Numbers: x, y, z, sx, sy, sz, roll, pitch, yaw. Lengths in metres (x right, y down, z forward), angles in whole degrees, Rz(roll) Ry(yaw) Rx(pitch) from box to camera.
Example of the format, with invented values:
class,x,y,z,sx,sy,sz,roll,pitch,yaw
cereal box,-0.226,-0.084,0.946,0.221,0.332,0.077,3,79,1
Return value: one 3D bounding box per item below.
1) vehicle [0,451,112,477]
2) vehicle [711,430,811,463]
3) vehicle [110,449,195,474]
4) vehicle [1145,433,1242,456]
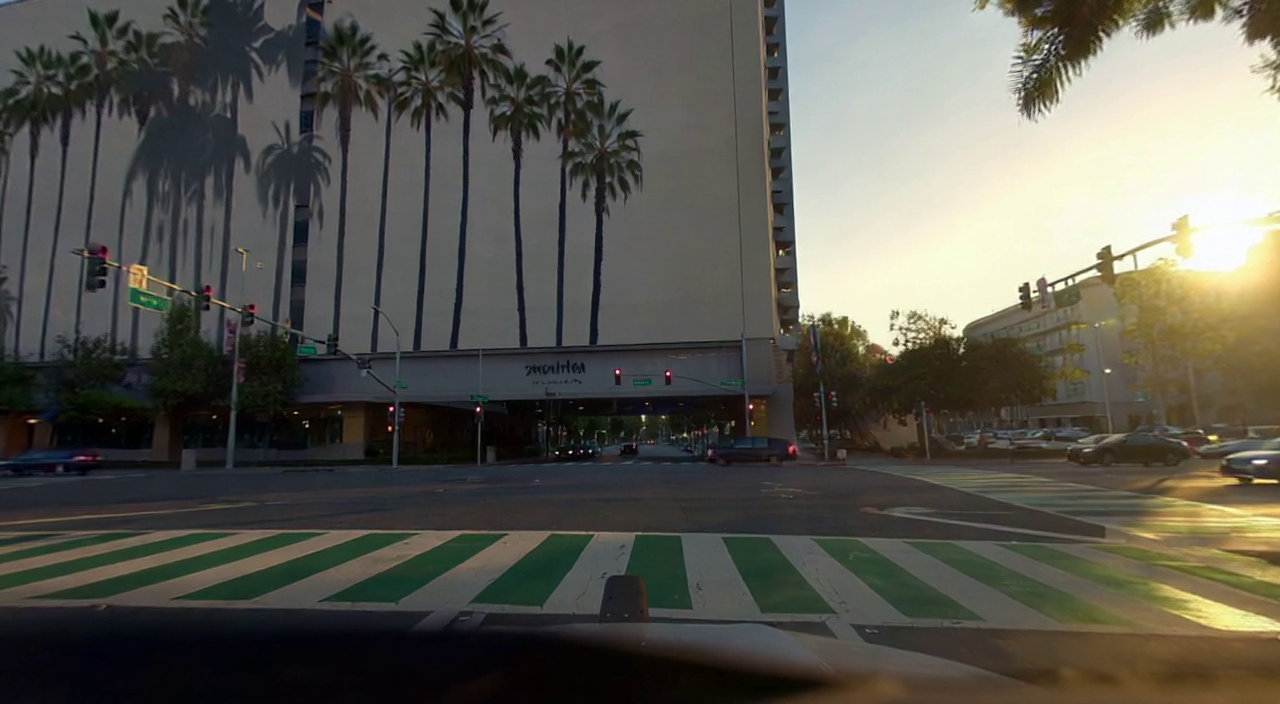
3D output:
class,x,y,z,sx,sy,sz,roll,pitch,yaw
vehicle,-33.956,6.470,36.564,4.893,1.458,1.791,0,-8,-3
vehicle,7.051,5.567,37.227,5.477,1.880,2.125,0,-8,1
vehicle,-33.037,7.412,42.780,4.136,1.661,1.857,0,-8,1
vehicle,36.132,6.028,41.212,4.606,1.449,1.687,0,-8,2
